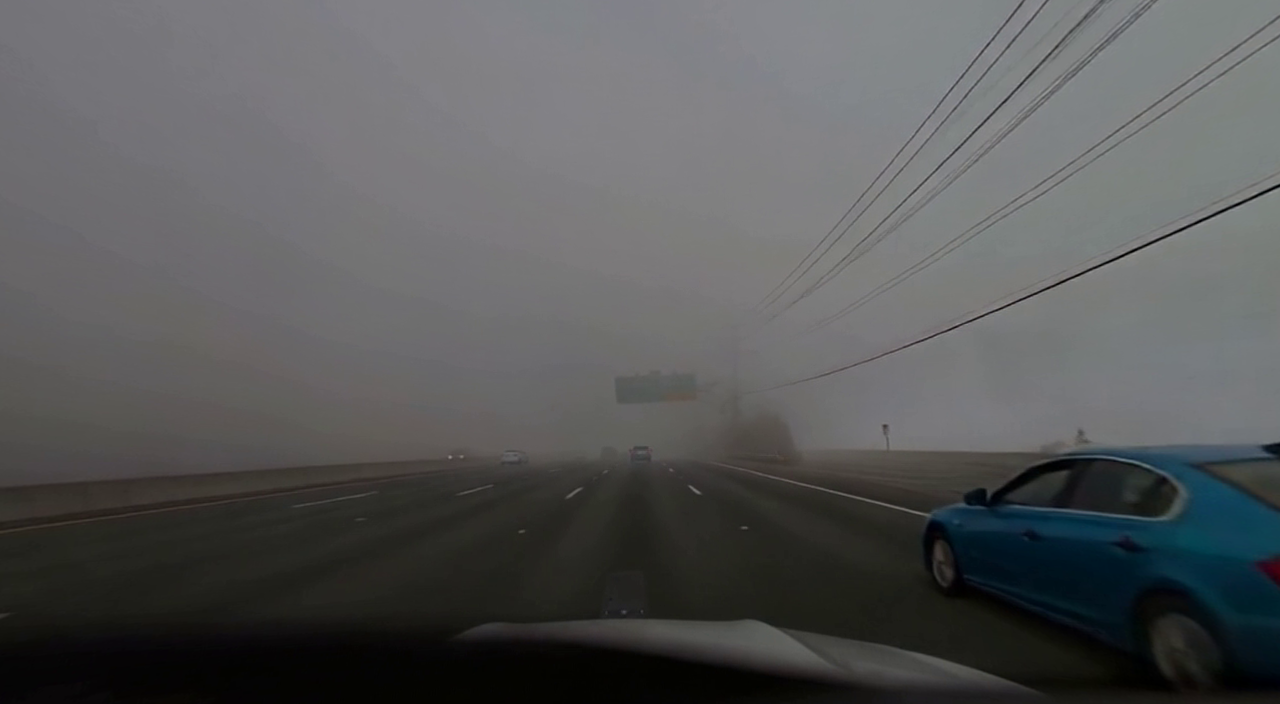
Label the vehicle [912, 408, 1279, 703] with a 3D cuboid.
[{"bbox_3d":[3.502,1.134,3.431,2.060,1.526,4.387,0,-8,0],"label":"vehicle"}]

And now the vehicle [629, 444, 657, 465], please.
[{"bbox_3d":[0.215,7.806,48.227,2.036,1.474,3.969,0,-8,0],"label":"vehicle"}]
